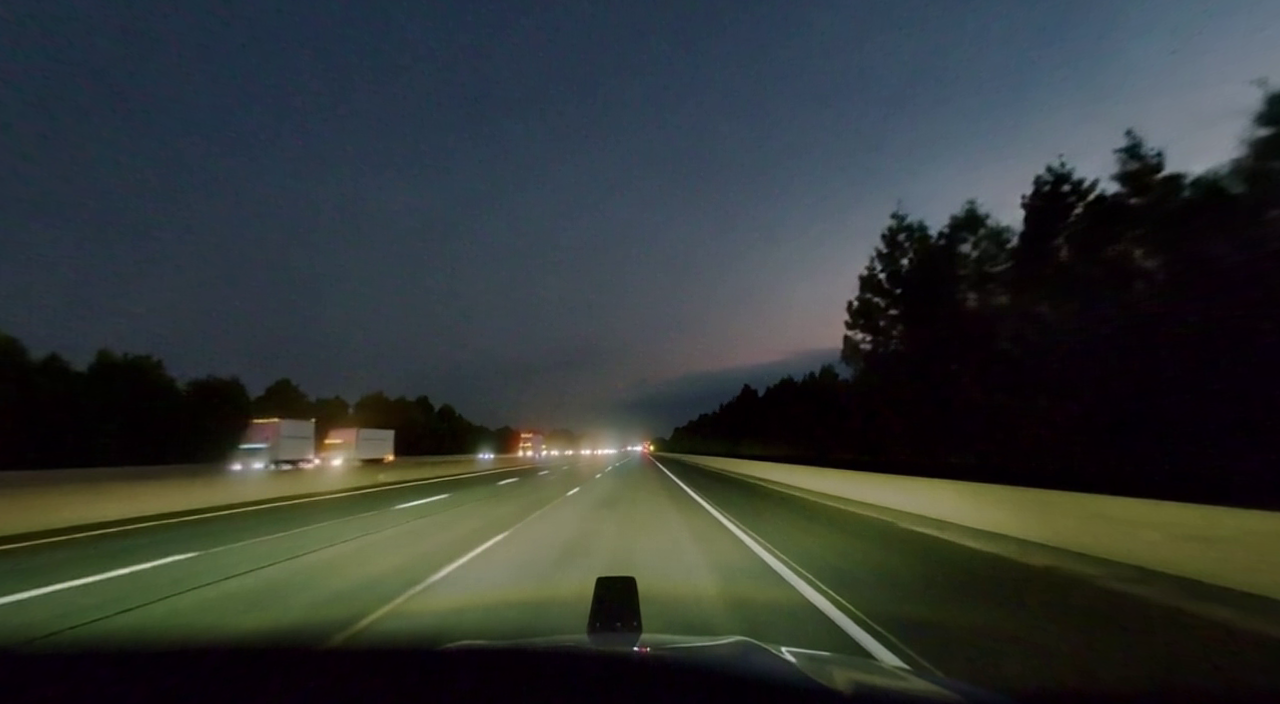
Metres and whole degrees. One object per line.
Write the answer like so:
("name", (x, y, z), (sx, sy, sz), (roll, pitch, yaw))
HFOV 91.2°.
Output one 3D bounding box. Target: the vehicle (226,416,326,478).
("vehicle", (-23.649, 6.226, 41.140), (2.974, 3.729, 5.780), (-1, -9, -1))
